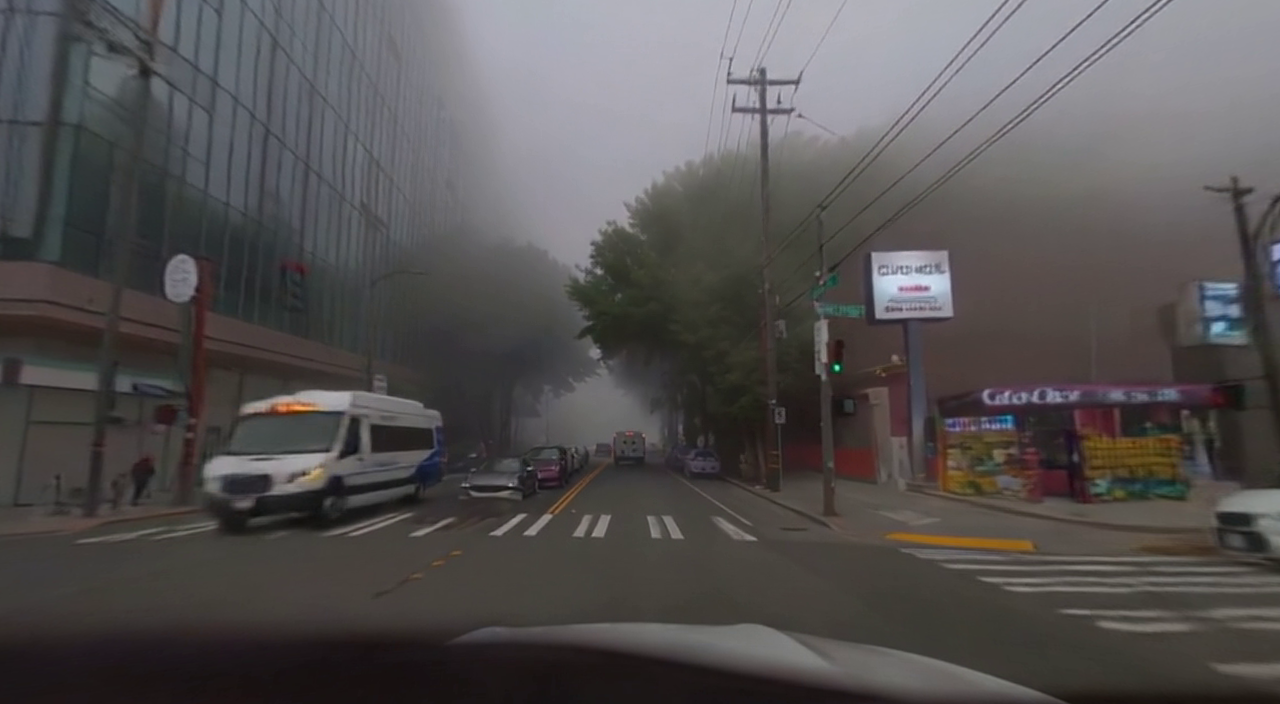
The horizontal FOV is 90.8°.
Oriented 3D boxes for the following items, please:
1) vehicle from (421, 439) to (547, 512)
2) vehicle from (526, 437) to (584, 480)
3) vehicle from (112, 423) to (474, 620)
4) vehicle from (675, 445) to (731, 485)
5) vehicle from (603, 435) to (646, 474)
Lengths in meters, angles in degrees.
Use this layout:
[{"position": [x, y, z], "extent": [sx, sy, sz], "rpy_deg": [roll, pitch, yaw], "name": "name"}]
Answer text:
[{"position": [-3.730, 3.012, 15.880], "extent": [1.990, 1.568, 3.885], "rpy_deg": [0, -8, 3], "name": "vehicle"}, {"position": [-3.654, 4.681, 28.051], "extent": [1.983, 1.727, 4.294], "rpy_deg": [0, -8, 0], "name": "vehicle"}, {"position": [-3.431, 1.711, 7.396], "extent": [2.026, 1.616, 4.109], "rpy_deg": [0, -8, -3], "name": "vehicle"}, {"position": [2.693, 4.936, 27.985], "extent": [1.934, 1.633, 4.271], "rpy_deg": [1, -8, -2], "name": "vehicle"}, {"position": [-0.861, 5.433, 33.613], "extent": [2.127, 1.893, 4.194], "rpy_deg": [1, -8, -2], "name": "vehicle"}]
